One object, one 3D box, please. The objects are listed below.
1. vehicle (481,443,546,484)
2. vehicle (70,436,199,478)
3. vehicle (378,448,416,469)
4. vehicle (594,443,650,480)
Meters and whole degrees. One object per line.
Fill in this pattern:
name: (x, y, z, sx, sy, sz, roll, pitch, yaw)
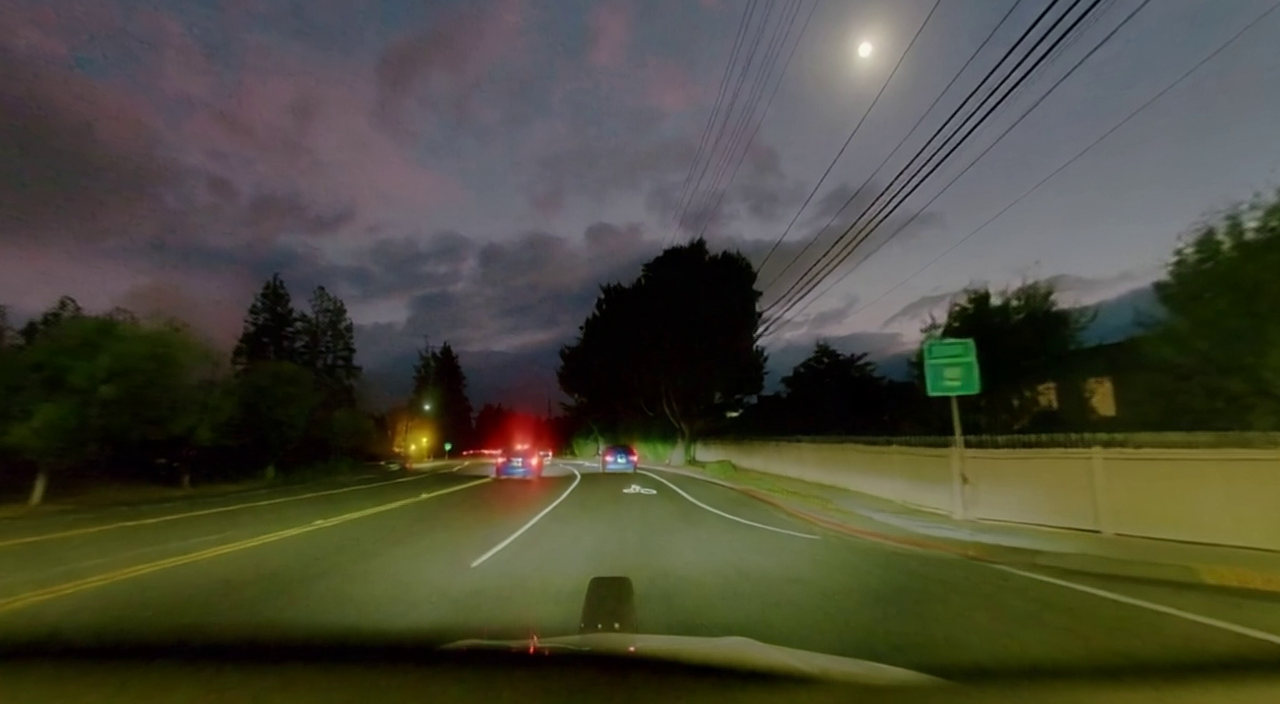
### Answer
vehicle: (-4.750, 4.224, 24.287, 1.913, 1.425, 4.235, 1, -8, -4)
vehicle: (-21.976, 4.563, 27.614, 3.836, 1.693, 1.849, 2, -8, -7)
vehicle: (-18.781, 8.211, 48.962, 1.944, 1.458, 4.549, 3, -9, -12)
vehicle: (-0.879, 4.854, 28.286, 2.168, 1.504, 4.284, 2, -8, -6)
